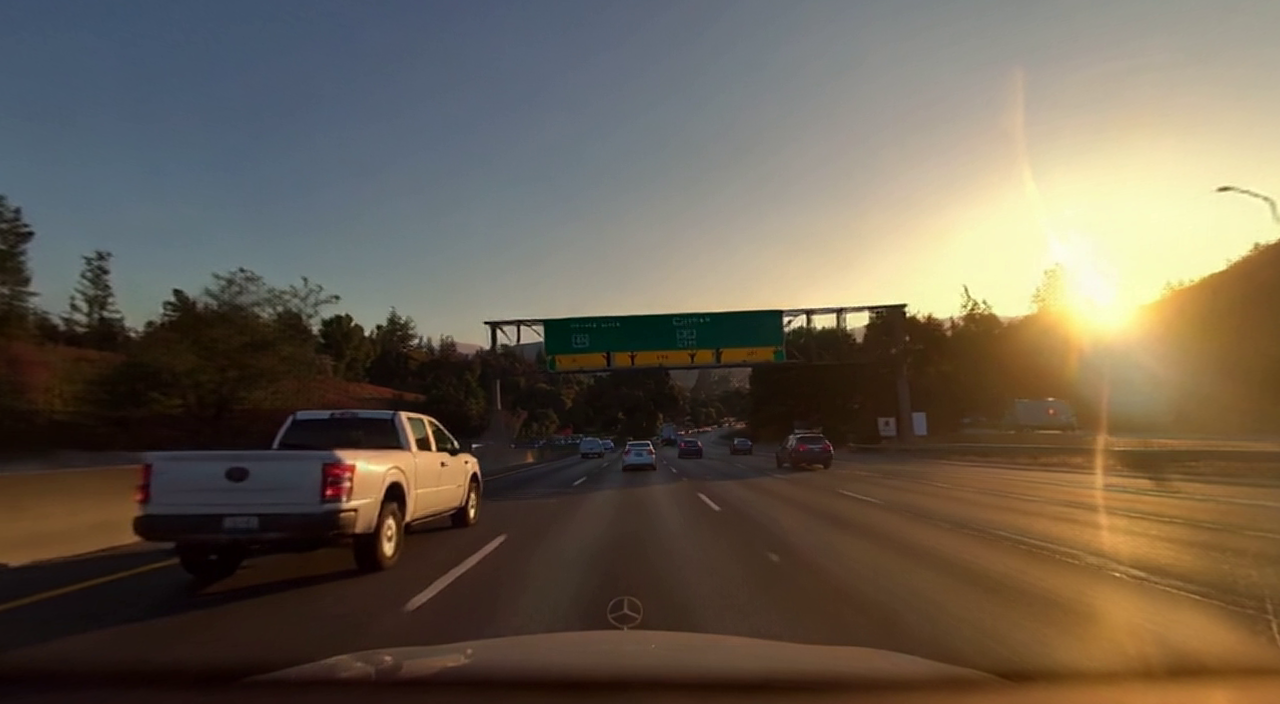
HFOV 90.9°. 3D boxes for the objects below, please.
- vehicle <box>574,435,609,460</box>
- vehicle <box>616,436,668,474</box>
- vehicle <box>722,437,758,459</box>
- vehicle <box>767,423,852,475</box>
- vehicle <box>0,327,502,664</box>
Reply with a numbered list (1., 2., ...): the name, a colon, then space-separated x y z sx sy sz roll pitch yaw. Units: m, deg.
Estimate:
1. vehicle: -3.396 6.778 44.867 2.140 1.720 4.410 0 -8 0
2. vehicle: 0.087 4.380 27.046 2.071 1.464 4.162 0 -8 0
3. vehicle: 7.229 6.993 45.951 1.894 1.511 4.148 0 -8 -1
4. vehicle: 6.885 4.012 26.285 2.094 1.916 5.099 0 -8 0
5. vehicle: -3.423 1.249 6.667 2.487 1.979 5.742 0 -8 2
